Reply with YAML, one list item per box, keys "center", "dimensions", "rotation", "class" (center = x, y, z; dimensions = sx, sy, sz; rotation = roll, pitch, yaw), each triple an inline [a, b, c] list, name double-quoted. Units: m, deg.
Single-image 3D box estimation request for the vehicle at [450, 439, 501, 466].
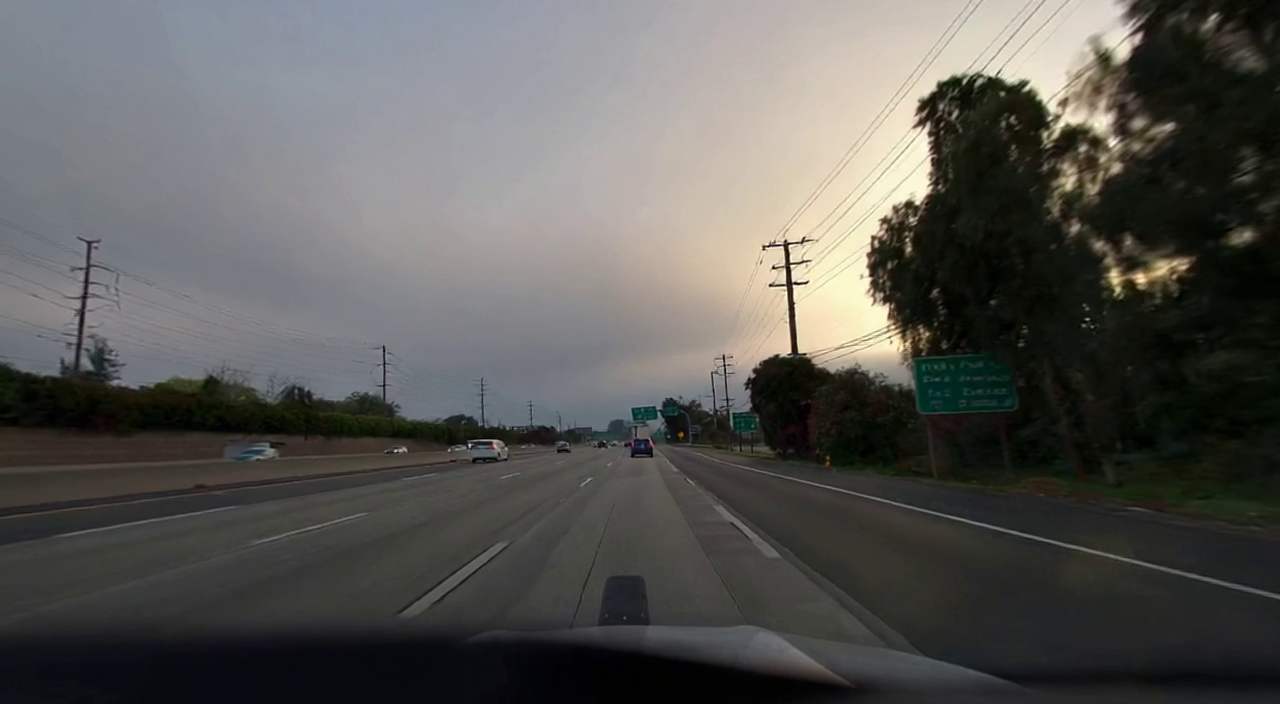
- center: [-10.121, 6.223, 39.216]
  dimensions: [1.947, 1.528, 4.355]
  rotation: [0, -8, 1]
  class: "vehicle"
